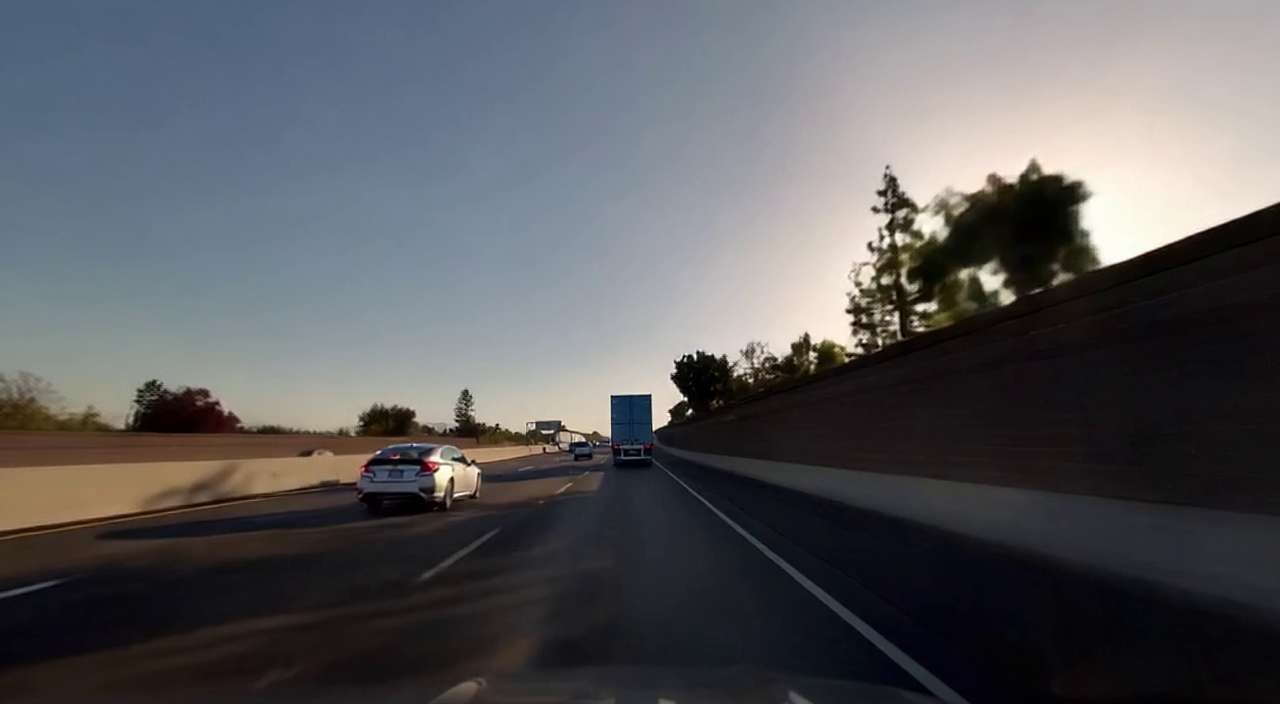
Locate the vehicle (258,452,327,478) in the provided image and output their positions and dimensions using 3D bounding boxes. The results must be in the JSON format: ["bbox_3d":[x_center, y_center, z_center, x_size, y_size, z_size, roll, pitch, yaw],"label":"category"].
[{"bbox_3d":[-21.391,6.963,38.795,1.784,1.485,4.381,0,-9,-1],"label":"vehicle"}]

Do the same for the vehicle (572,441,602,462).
[{"bbox_3d":[-4.152,7.831,49.401,2.006,1.572,4.082,0,-9,0],"label":"vehicle"}]

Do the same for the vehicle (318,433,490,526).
[{"bbox_3d":[-4.333,2.392,12.240,1.895,1.500,3.808,0,-9,0],"label":"vehicle"}]

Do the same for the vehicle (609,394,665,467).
[{"bbox_3d":[-0.257,5.216,40.506,3.123,4.094,10.812,0,-9,-1],"label":"vehicle"}]
